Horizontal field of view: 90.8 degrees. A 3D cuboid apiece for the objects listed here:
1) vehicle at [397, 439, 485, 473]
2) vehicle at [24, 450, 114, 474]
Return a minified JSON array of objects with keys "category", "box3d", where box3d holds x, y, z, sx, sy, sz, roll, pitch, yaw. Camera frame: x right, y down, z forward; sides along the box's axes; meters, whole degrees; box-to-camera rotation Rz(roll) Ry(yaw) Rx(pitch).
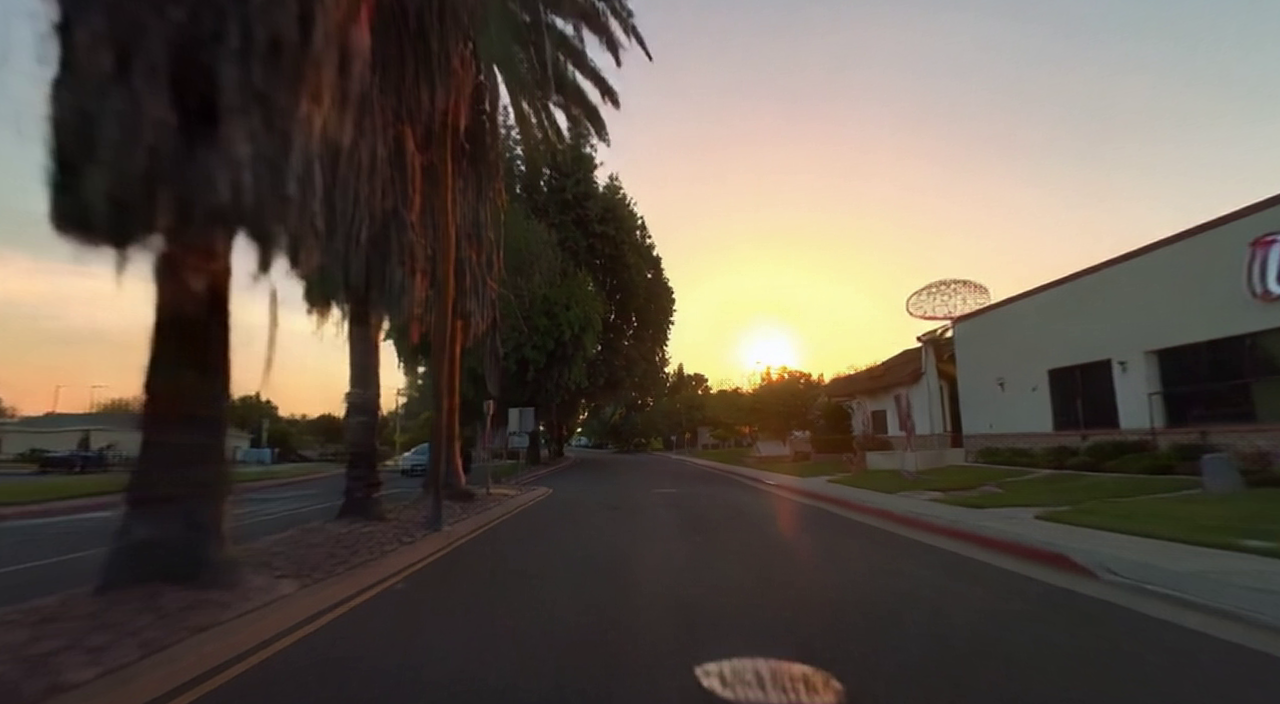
[{"category":"vehicle","box3d":[-11.661,6.070,37.037,4.651,1.863,2.174,-5,-10,27]},{"category":"vehicle","box3d":[-37.823,7.270,42.049,1.919,1.502,4.695,1,-9,-6]}]
